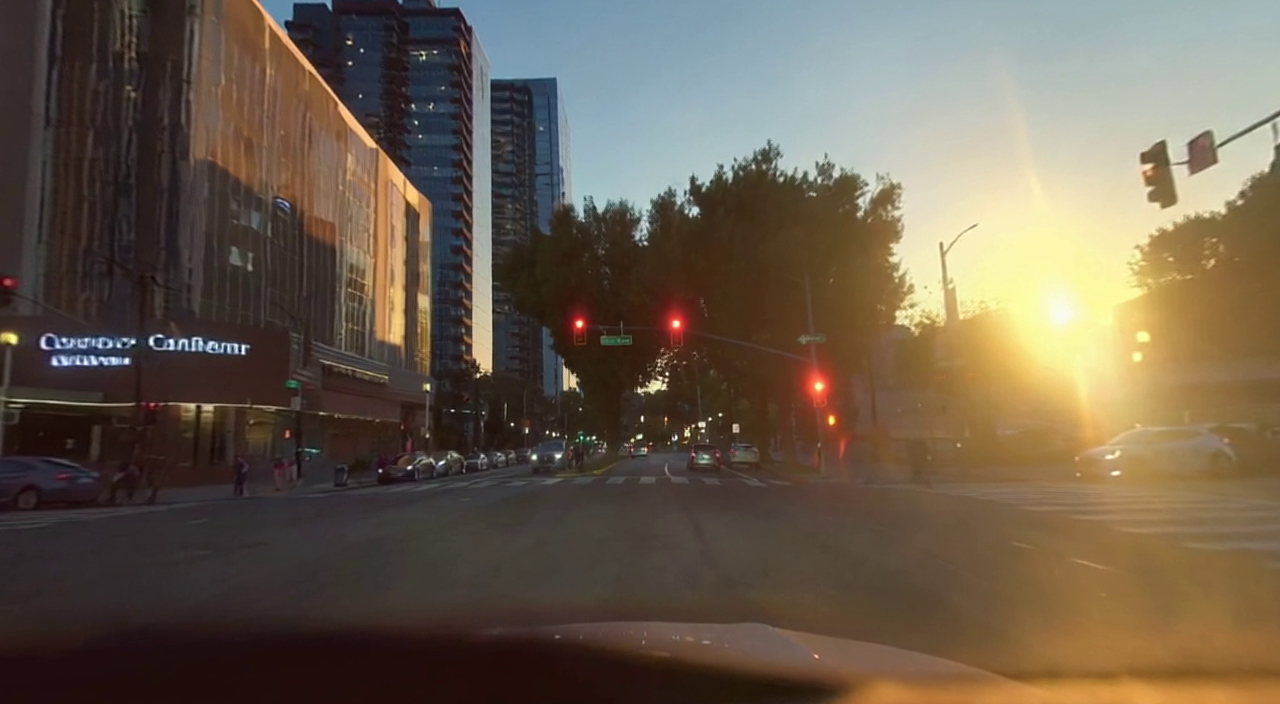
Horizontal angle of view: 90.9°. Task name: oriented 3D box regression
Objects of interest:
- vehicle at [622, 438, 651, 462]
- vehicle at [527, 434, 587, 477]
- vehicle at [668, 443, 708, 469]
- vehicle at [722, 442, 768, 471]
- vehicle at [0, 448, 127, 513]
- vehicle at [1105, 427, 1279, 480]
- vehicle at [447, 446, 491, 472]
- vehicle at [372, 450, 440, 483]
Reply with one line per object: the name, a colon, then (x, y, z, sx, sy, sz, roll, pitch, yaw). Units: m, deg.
vehicle: (-0.259, 7.678, 49.394, 2.165, 1.749, 4.078, 0, -8, 0)
vehicle: (-3.876, 4.961, 30.332, 2.176, 1.804, 4.740, -2, -9, 0)
vehicle: (2.713, 6.007, 36.589, 1.919, 1.371, 3.583, 0, -8, -2)
vehicle: (6.027, 6.019, 36.620, 1.882, 1.479, 4.652, 3, -8, 0)
vehicle: (-21.599, 4.508, 21.989, 5.283, 1.959, 2.453, -3, -8, 0)
vehicle: (17.102, 3.074, 19.189, 4.293, 1.495, 1.935, 0, -9, 0)
vehicle: (-12.306, 7.718, 45.686, 1.854, 1.727, 4.426, 0, -8, 1)
vehicle: (-12.721, 6.201, 34.543, 2.118, 1.644, 4.188, 0, -8, -1)
